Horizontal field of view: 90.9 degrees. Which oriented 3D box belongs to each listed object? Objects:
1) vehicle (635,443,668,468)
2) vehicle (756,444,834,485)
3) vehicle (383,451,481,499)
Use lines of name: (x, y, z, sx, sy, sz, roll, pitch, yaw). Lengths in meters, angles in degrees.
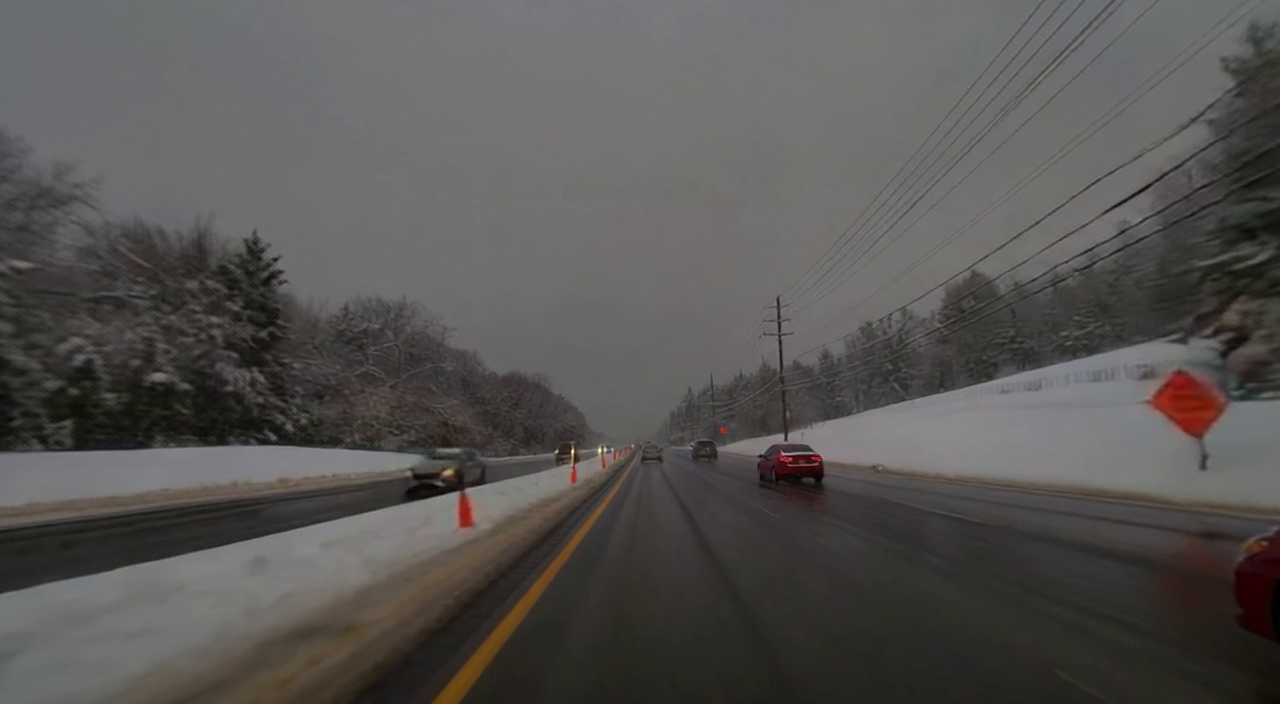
vehicle: (0.762, 6.859, 42.093, 2.096, 1.583, 4.150, 0, -8, 1)
vehicle: (5.702, 4.154, 23.680, 1.881, 1.409, 4.016, 0, -8, 0)
vehicle: (-7.431, 4.398, 23.049, 1.971, 1.515, 4.381, 0, -8, 2)
